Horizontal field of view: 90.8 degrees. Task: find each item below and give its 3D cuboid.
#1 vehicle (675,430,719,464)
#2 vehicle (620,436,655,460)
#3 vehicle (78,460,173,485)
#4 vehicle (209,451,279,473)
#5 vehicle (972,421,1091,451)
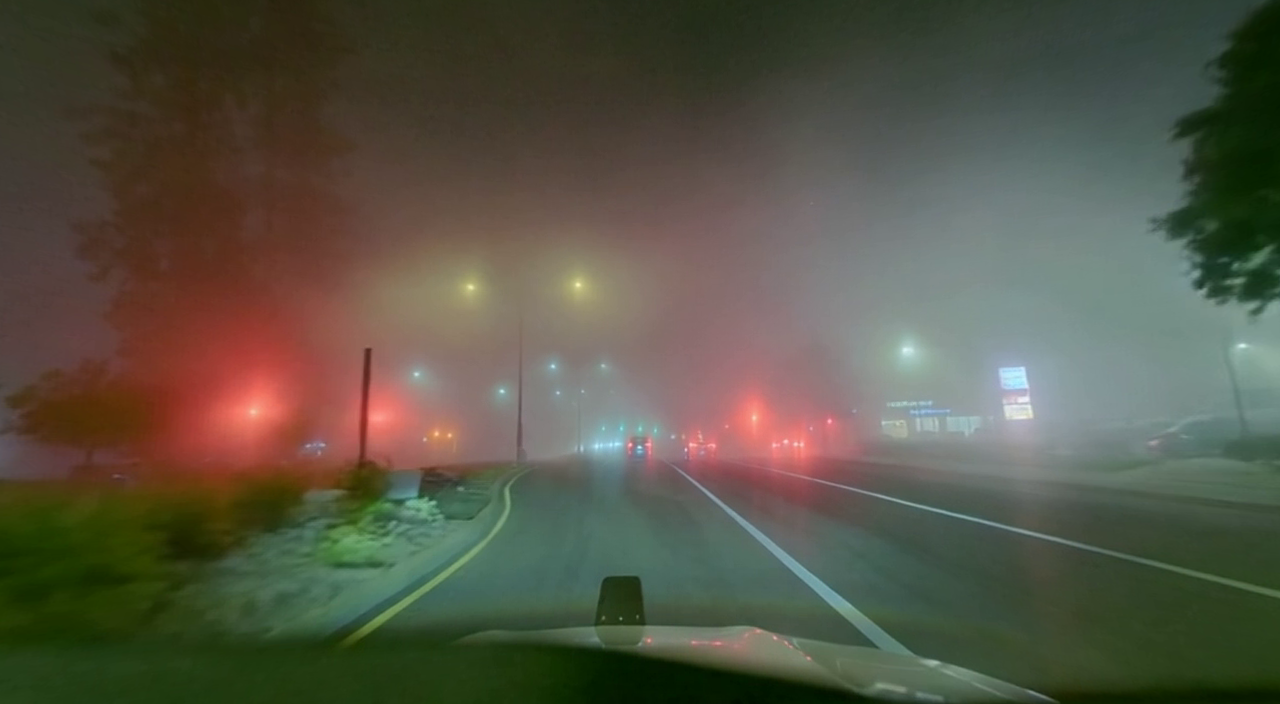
[{"bbox_3d":[2.986,5.087,33.889,2.100,1.683,4.231,0,-8,2],"label":"vehicle"},{"bbox_3d":[-0.168,6.233,41.142,2.110,1.476,4.294,0,-8,0],"label":"vehicle"},{"bbox_3d":[-30.022,7.030,36.961,4.040,1.389,1.664,0,-9,-1],"label":"vehicle"},{"bbox_3d":[-29.879,8.293,47.754,4.033,1.531,1.789,0,-9,-4],"label":"vehicle"},{"bbox_3d":[20.503,4.441,33.246,4.813,1.483,2.129,0,-8,0],"label":"vehicle"}]
